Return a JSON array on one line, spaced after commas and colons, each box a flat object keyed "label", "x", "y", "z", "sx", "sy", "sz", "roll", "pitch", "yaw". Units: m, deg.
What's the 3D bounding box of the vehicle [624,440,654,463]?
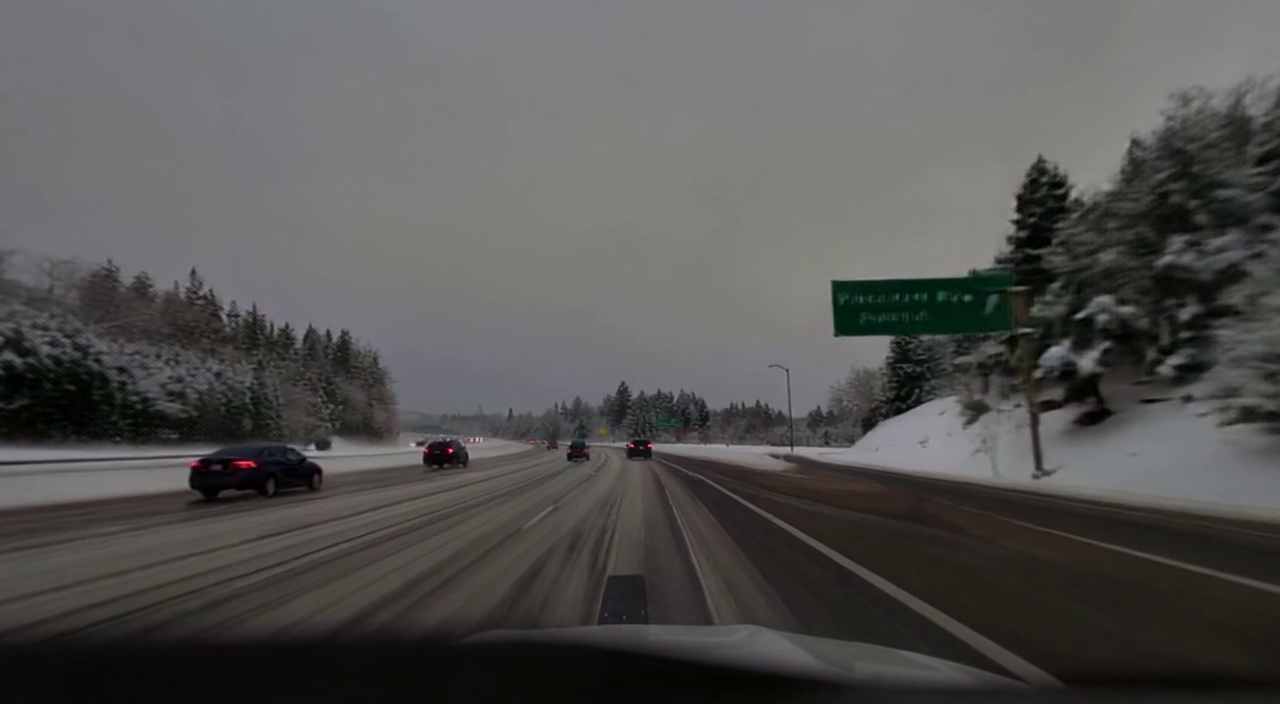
[{"label": "vehicle", "x": -0.093, "y": 6.548, "z": 41.623, "sx": 1.881, "sy": 1.460, "sz": 3.694, "roll": 0, "pitch": -8, "yaw": -2}]

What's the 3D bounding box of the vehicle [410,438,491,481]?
[{"label": "vehicle", "x": -7.642, "y": 4.365, "z": 25.895, "sx": 2.086, "sy": 1.628, "sz": 4.039, "roll": 0, "pitch": -8, "yaw": 0}]

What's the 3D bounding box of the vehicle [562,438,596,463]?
[{"label": "vehicle", "x": -4.150, "y": 6.779, "z": 43.585, "sx": 1.991, "sy": 1.610, "sz": 4.606, "roll": 0, "pitch": -8, "yaw": -1}]

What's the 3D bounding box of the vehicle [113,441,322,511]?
[{"label": "vehicle", "x": -10.286, "y": 3.015, "z": 16.001, "sx": 1.935, "sy": 1.474, "sz": 5.033, "roll": 0, "pitch": -8, "yaw": -2}]
